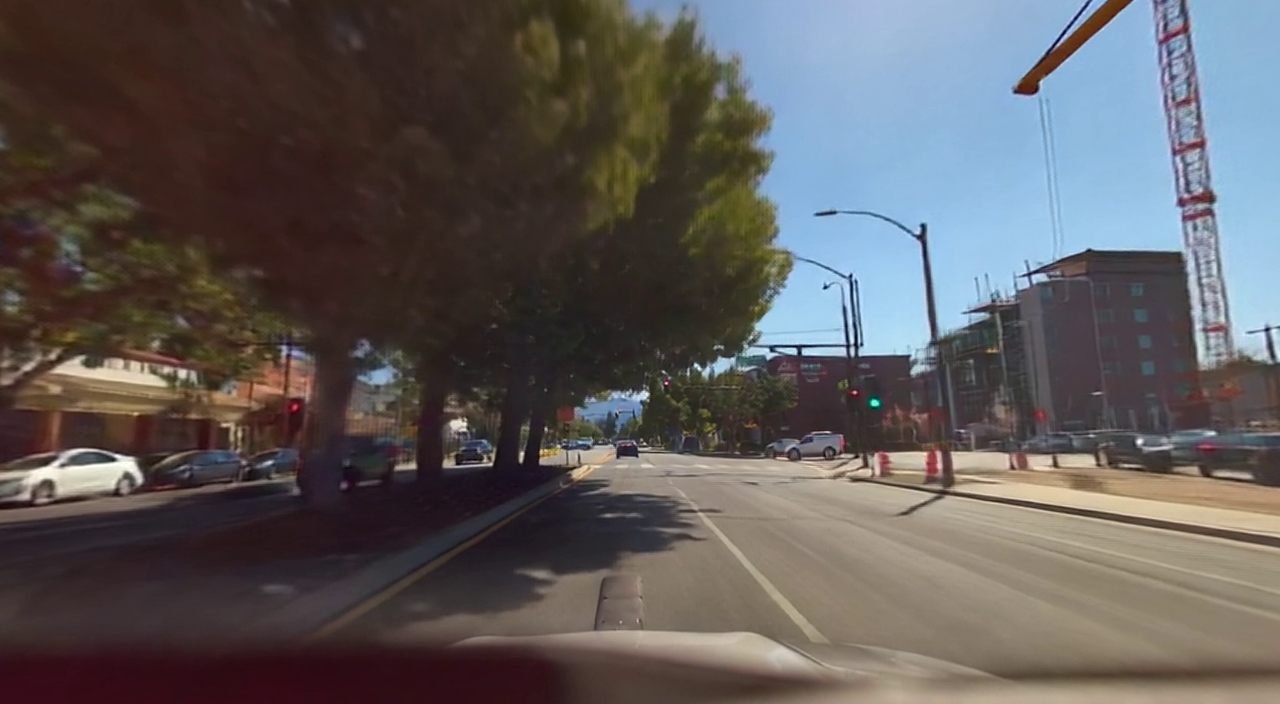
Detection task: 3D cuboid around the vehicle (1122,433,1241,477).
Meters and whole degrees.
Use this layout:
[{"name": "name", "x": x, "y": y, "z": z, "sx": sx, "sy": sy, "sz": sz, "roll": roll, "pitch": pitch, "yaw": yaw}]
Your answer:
[{"name": "vehicle", "x": 19.695, "y": 3.761, "z": 23.234, "sx": 1.777, "sy": 1.441, "sz": 3.976, "roll": -3, "pitch": -9, "yaw": 17}]

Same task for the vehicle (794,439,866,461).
[{"name": "vehicle", "x": 13.553, "y": 7.014, "z": 45.159, "sx": 4.506, "sy": 1.479, "sz": 1.924, "roll": 0, "pitch": -9, "yaw": 1}]

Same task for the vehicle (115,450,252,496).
[{"name": "vehicle", "x": -16.573, "y": 4.358, "z": 23.250, "sx": 1.765, "sy": 1.473, "sz": 4.423, "roll": 0, "pitch": -9, "yaw": -1}]

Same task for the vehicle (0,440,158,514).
[{"name": "vehicle", "x": -16.338, "y": 3.390, "z": 17.689, "sx": 2.070, "sy": 1.774, "sz": 4.549, "roll": 0, "pitch": -9, "yaw": 0}]

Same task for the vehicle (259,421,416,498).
[{"name": "vehicle", "x": -8.671, "y": 3.129, "z": 18.778, "sx": 2.227, "sy": 1.956, "sz": 4.978, "roll": 0, "pitch": -8, "yaw": -1}]

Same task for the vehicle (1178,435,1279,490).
[{"name": "vehicle", "x": 17.758, "y": 3.150, "z": 18.316, "sx": 1.758, "sy": 1.425, "sz": 4.358, "roll": -3, "pitch": -9, "yaw": 19}]

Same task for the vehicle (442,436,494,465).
[{"name": "vehicle", "x": -12.451, "y": 7.167, "z": 46.084, "sx": 2.249, "sy": 1.952, "sz": 5.746, "roll": 0, "pitch": -8, "yaw": -1}]

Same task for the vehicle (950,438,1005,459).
[{"name": "vehicle", "x": 24.790, "y": 7.091, "z": 46.326, "sx": 3.995, "sy": 1.463, "sz": 1.862, "roll": 6, "pitch": -10, "yaw": -35}]
